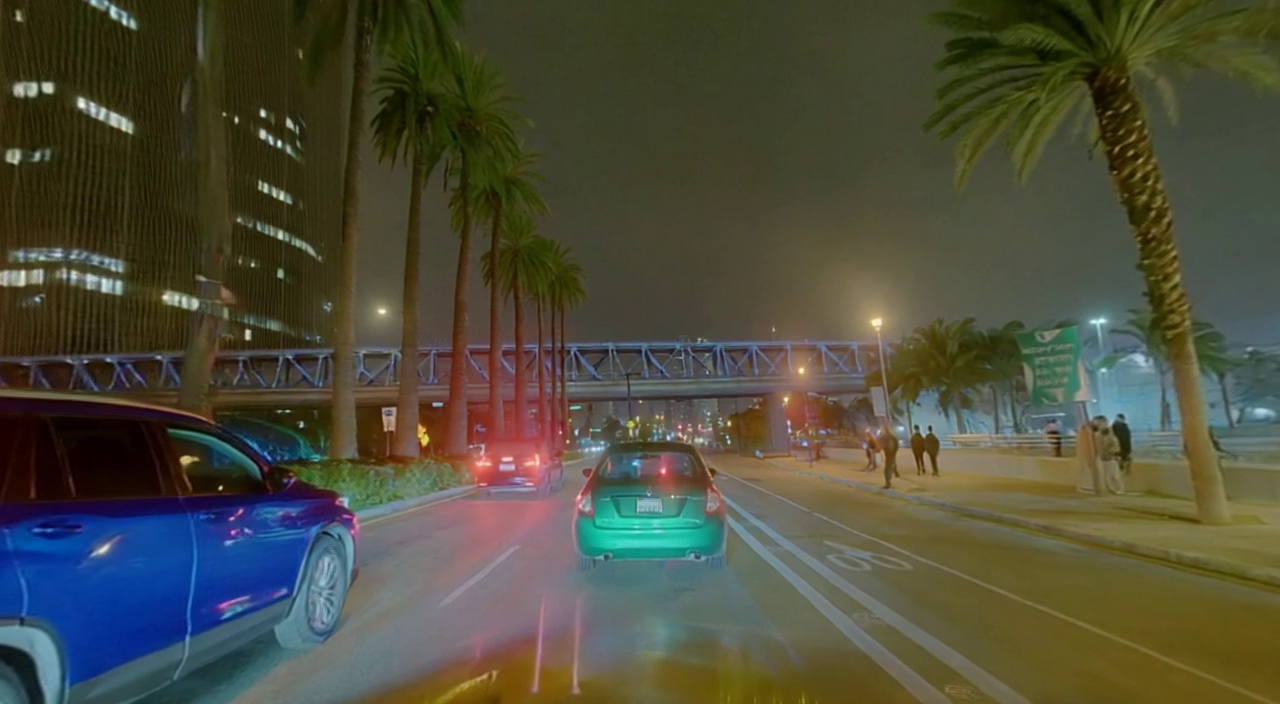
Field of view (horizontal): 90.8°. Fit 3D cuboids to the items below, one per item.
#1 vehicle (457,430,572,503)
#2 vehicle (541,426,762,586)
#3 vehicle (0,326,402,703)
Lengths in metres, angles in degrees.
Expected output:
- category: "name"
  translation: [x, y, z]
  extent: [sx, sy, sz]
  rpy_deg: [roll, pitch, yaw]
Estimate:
- category: "vehicle"
  translation: [-3.044, 2.877, 16.258]
  extent: [1.955, 1.637, 4.032]
  rpy_deg: [-1, -8, 3]
- category: "vehicle"
  translation: [0.062, 1.731, 7.962]
  extent: [2.036, 1.461, 4.129]
  rpy_deg: [0, -8, -1]
- category: "vehicle"
  translation: [-3.245, 0.977, 3.520]
  extent: [2.014, 1.740, 4.359]
  rpy_deg: [0, -8, 2]
